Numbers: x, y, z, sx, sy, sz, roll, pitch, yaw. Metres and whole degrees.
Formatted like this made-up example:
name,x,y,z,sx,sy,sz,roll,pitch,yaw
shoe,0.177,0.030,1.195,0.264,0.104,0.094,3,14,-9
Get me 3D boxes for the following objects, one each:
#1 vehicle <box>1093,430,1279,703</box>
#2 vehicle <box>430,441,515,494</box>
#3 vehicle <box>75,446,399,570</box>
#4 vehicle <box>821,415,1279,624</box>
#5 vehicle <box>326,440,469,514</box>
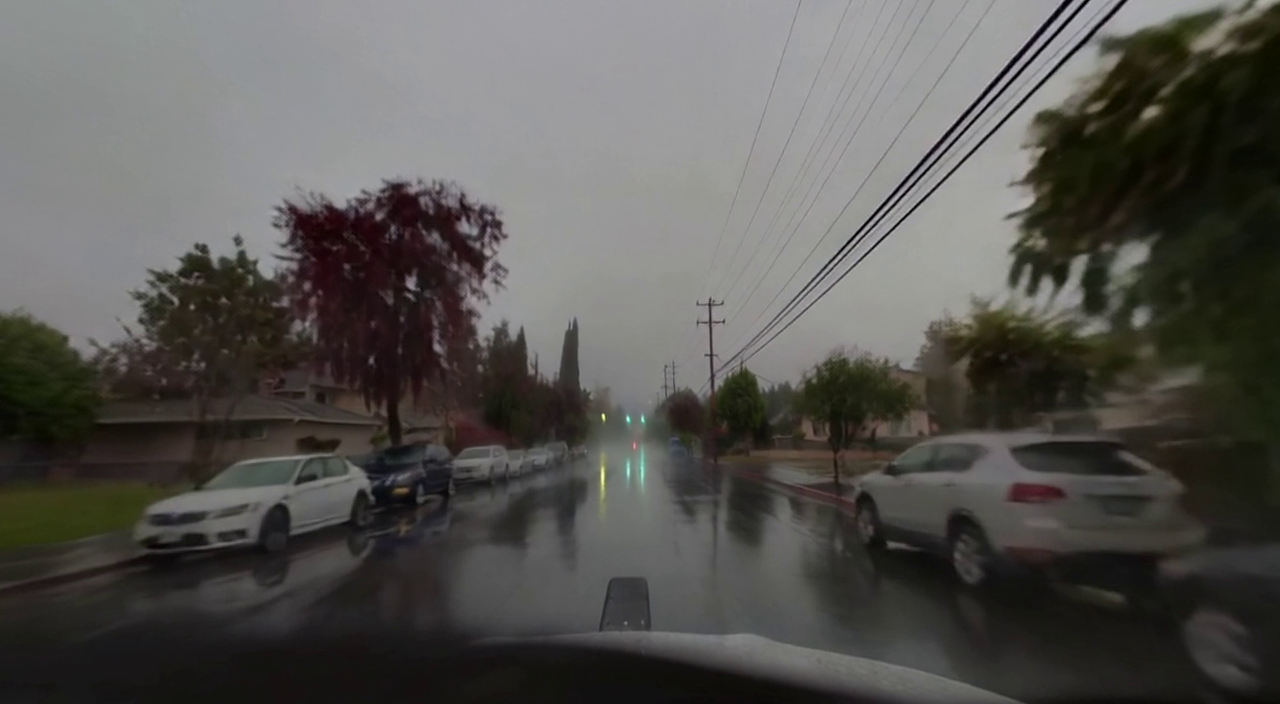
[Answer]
name,x,y,z,sx,sy,sz,roll,pitch,yaw
vehicle,3.714,0.910,1.702,1.851,1.438,4.177,0,-9,0
vehicle,-6.051,4.183,23.364,1.848,1.698,4.482,0,-8,1
vehicle,-6.079,2.350,10.473,2.231,1.492,4.727,1,-8,0
vehicle,3.928,1.681,7.494,2.006,1.607,5.068,0,-9,0
vehicle,-6.118,3.163,16.599,1.932,1.673,4.457,0,-8,1
